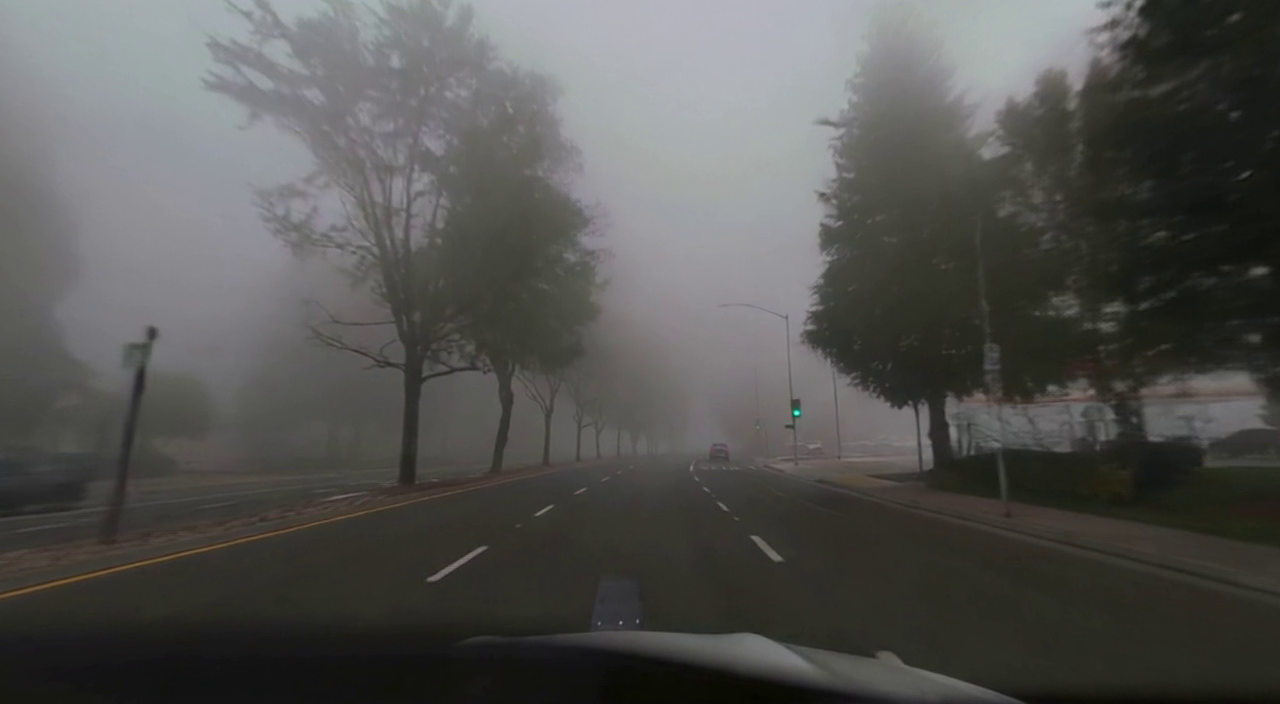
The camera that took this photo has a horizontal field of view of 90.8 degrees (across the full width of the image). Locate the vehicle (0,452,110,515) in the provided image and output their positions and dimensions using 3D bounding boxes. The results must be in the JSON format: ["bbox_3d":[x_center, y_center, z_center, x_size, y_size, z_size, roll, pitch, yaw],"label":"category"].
[{"bbox_3d":[-18.469,3.795,18.477,1.970,1.696,4.410,-1,-9,2],"label":"vehicle"}]
